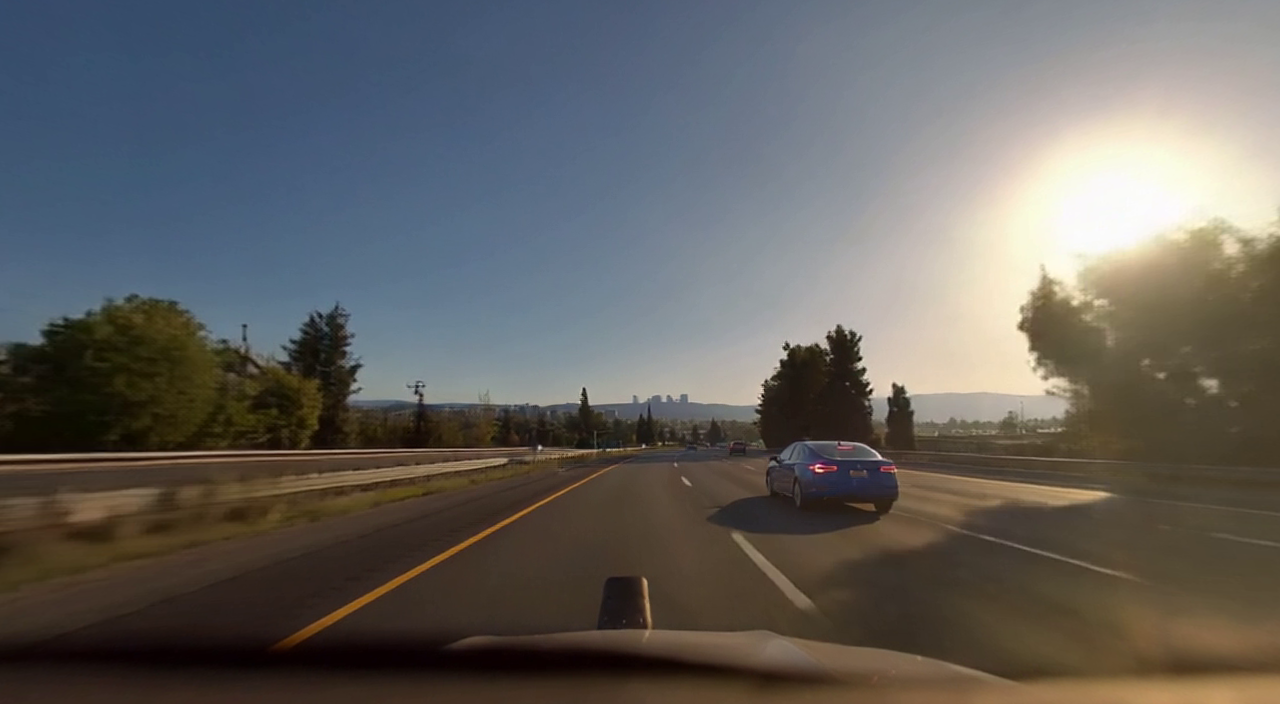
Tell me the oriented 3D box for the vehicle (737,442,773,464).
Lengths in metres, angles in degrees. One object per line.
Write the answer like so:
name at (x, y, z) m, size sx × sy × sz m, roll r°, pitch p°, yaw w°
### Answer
vehicle at (8.216, 7.258, 45.388) m, size 1.924 × 1.479 × 4.054 m, roll -1°, pitch -8°, yaw 2°

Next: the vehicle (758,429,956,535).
vehicle at (3.645, 2.268, 11.616) m, size 2.050 × 1.546 × 4.344 m, roll 0°, pitch -8°, yaw -1°
